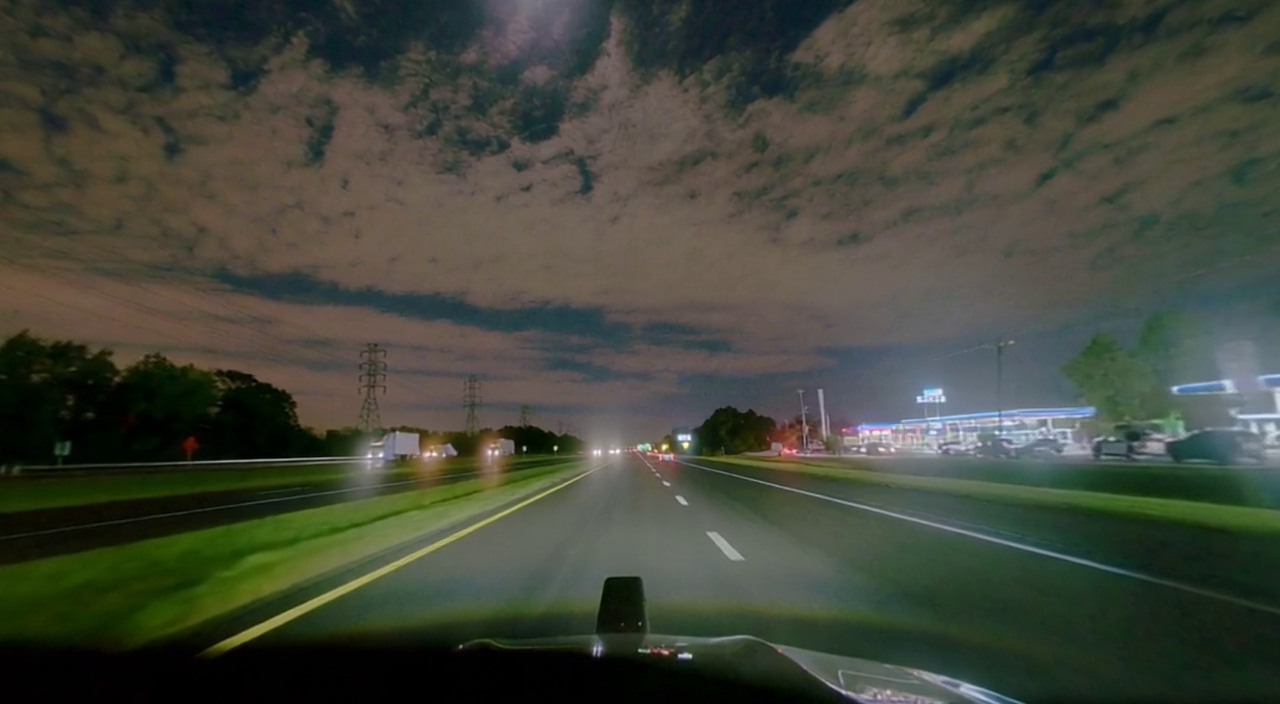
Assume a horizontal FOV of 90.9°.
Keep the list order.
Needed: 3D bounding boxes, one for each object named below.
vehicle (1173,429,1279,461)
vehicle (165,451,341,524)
[{"bbox_3d":[29.671,4.639,31.356,4.541,1.499,1.838,-8,-12,43],"label":"vehicle"},{"bbox_3d":[-8.829,3.075,14.813,1.736,1.443,3.756,0,-9,0],"label":"vehicle"}]
